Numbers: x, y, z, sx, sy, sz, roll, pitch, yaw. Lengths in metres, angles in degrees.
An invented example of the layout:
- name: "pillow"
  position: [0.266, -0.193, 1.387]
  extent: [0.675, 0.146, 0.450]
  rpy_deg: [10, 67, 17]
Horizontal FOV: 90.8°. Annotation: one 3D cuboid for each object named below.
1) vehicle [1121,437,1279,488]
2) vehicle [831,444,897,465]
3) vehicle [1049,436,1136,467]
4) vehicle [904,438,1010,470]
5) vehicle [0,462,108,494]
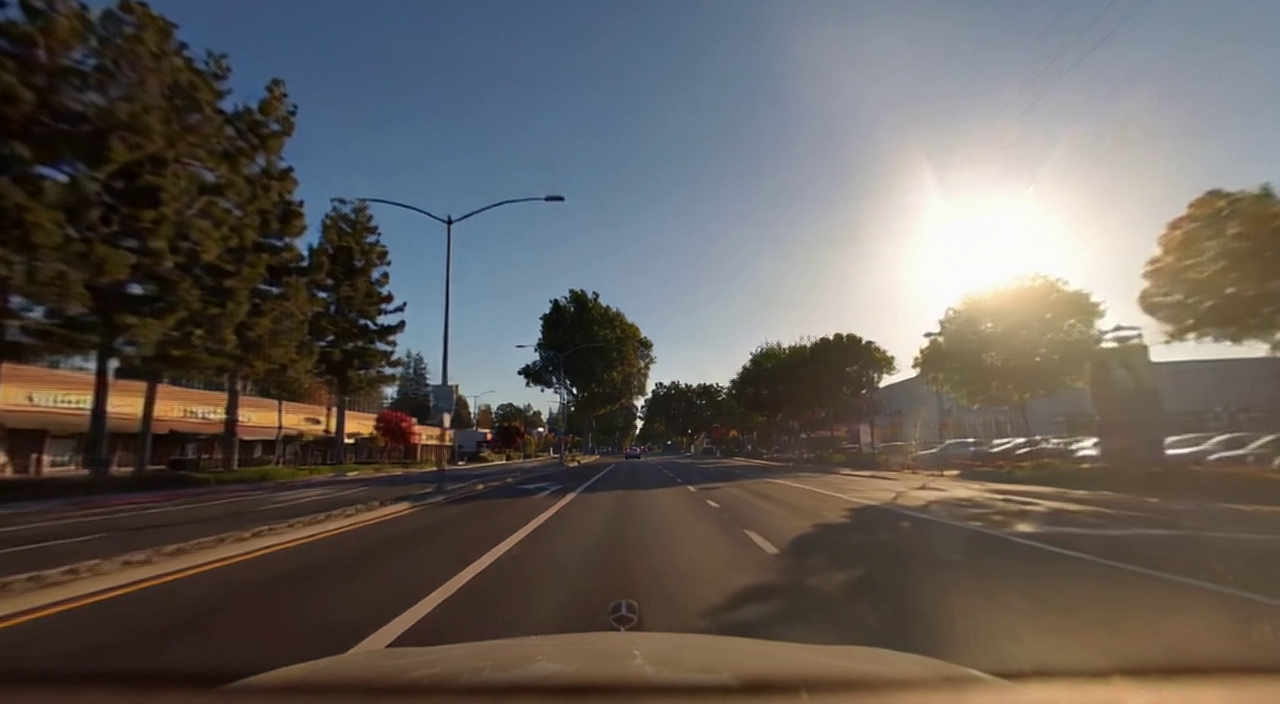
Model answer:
- name: "vehicle"
  position: [18.654, 3.580, 20.739]
  extent: [1.846, 1.466, 4.679]
  rpy_deg: [0, -9, -3]
- name: "vehicle"
  position: [17.115, 7.831, 48.441]
  extent: [4.324, 1.536, 1.947]
  rpy_deg: [0, -9, -1]
- name: "vehicle"
  position: [28.047, 6.196, 39.361]
  extent: [1.931, 1.784, 4.813]
  rpy_deg: [0, -9, 2]
- name: "vehicle"
  position: [17.985, 5.827, 36.031]
  extent: [4.935, 1.753, 1.958]
  rpy_deg: [0, -9, 1]
- name: "vehicle"
  position: [-27.194, 5.725, 28.784]
  extent: [4.282, 1.296, 1.914]
  rpy_deg: [-2, -10, 4]
